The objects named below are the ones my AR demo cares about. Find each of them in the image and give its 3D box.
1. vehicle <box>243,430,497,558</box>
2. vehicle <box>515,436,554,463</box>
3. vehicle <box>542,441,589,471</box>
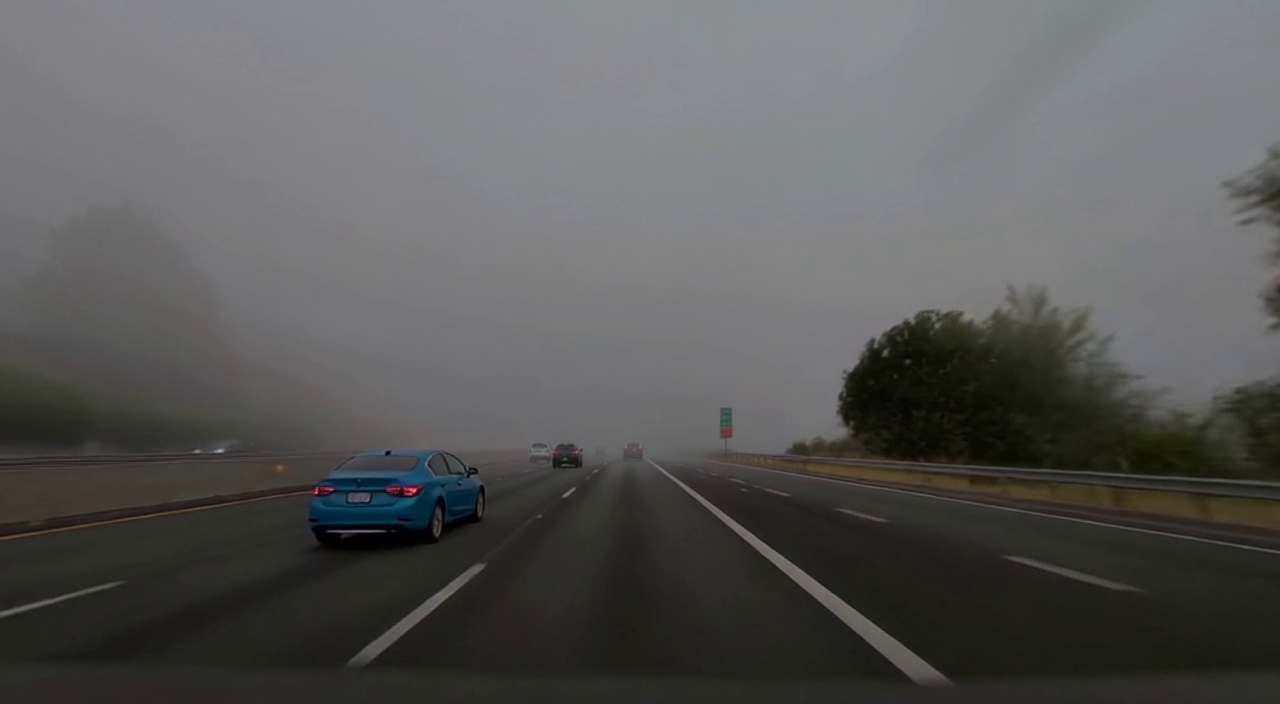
[{"bbox_3d":[-3.719,2.021,9.801,2.025,1.506,4.429,0,-8,-1],"label":"vehicle"},{"bbox_3d":[-8.001,7.418,48.186,2.171,1.982,5.246,0,-8,-1],"label":"vehicle"},{"bbox_3d":[-4.035,5.715,34.960,2.068,1.501,4.395,0,-8,-1],"label":"vehicle"}]
